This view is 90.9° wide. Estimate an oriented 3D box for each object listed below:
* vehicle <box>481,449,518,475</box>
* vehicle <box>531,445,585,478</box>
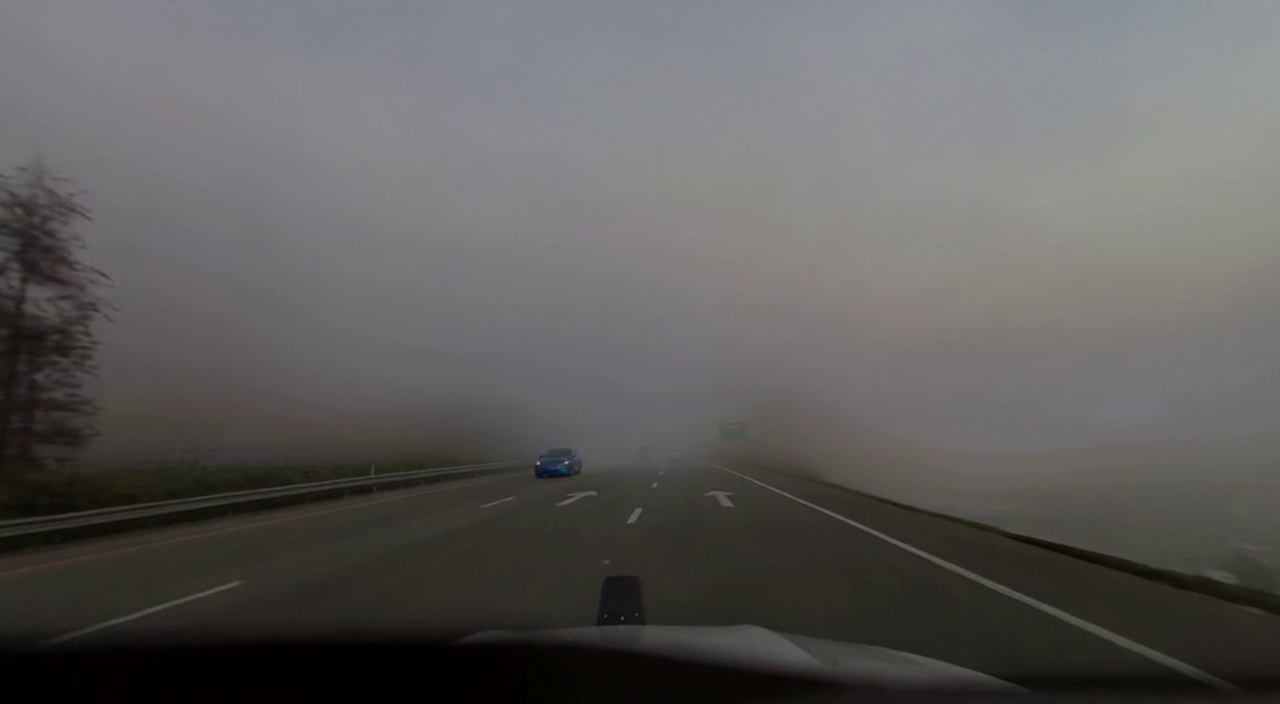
[{"bbox_3d":[-9.933,7.720,44.299,2.077,1.707,4.282,3,-9,-17],"label":"vehicle"},{"bbox_3d":[-4.398,5.957,34.550,2.095,1.678,4.421,-1,-9,4],"label":"vehicle"}]
